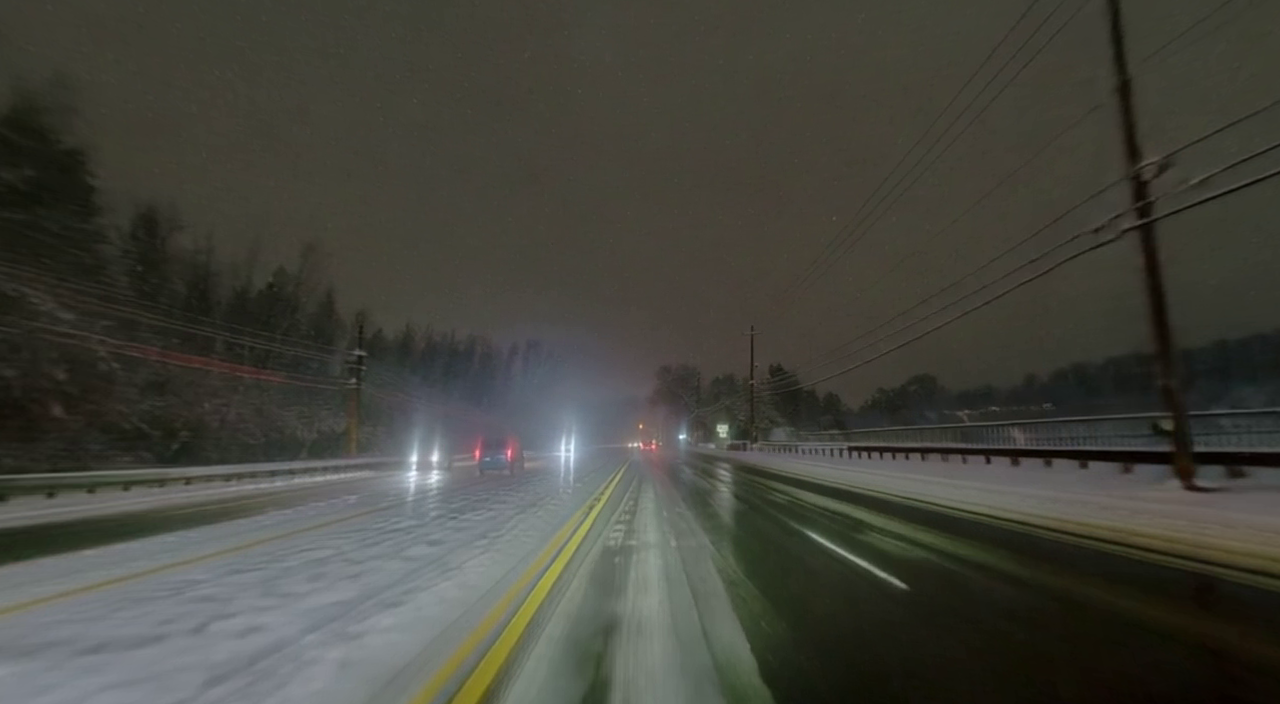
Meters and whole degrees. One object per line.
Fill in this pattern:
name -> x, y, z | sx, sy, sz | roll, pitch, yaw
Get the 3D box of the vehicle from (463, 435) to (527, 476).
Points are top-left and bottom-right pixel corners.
vehicle -> -7.066, 5.082, 31.164 | 2.068, 1.897, 4.372 | 0, -8, 1

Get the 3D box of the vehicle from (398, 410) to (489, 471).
vehicle -> -14.777, 6.886, 48.829 | 2.905, 4.091, 12.827 | 0, -8, 0
